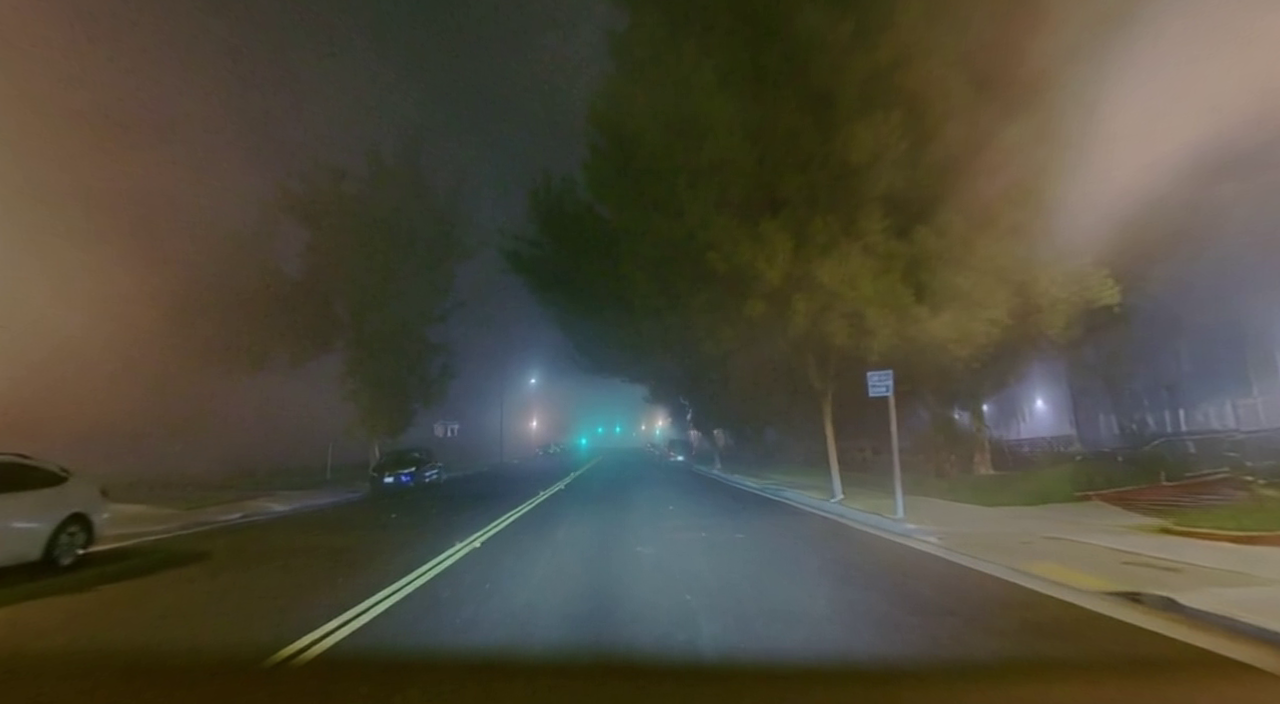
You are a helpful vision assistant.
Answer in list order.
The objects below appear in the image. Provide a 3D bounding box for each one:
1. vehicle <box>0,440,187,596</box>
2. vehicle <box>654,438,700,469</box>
[{"bbox_3d":[-7.397,1.810,6.844,1.928,1.537,4.439,-4,-8,-3],"label":"vehicle"},{"bbox_3d":[2.247,6.345,39.696,2.248,1.821,5.021,0,-8,-4],"label":"vehicle"}]
